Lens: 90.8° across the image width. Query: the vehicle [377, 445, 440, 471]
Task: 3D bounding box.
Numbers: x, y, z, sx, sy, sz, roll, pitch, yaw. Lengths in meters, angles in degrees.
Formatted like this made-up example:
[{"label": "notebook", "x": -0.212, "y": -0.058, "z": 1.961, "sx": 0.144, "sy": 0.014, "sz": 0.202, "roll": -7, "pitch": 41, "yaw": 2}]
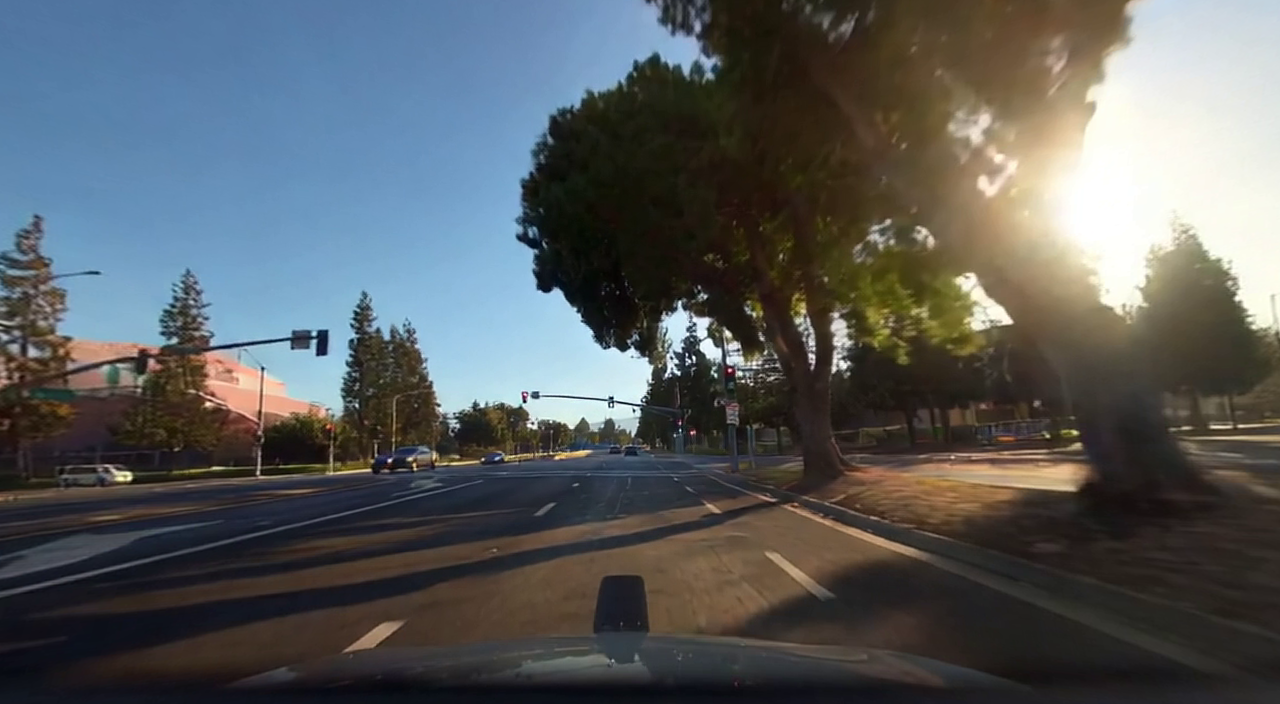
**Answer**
[{"label": "vehicle", "x": -16.172, "y": 7.339, "z": 44.033, "sx": 4.262, "sy": 1.733, "sz": 2.024, "roll": -7, "pitch": -11, "yaw": 36}]
